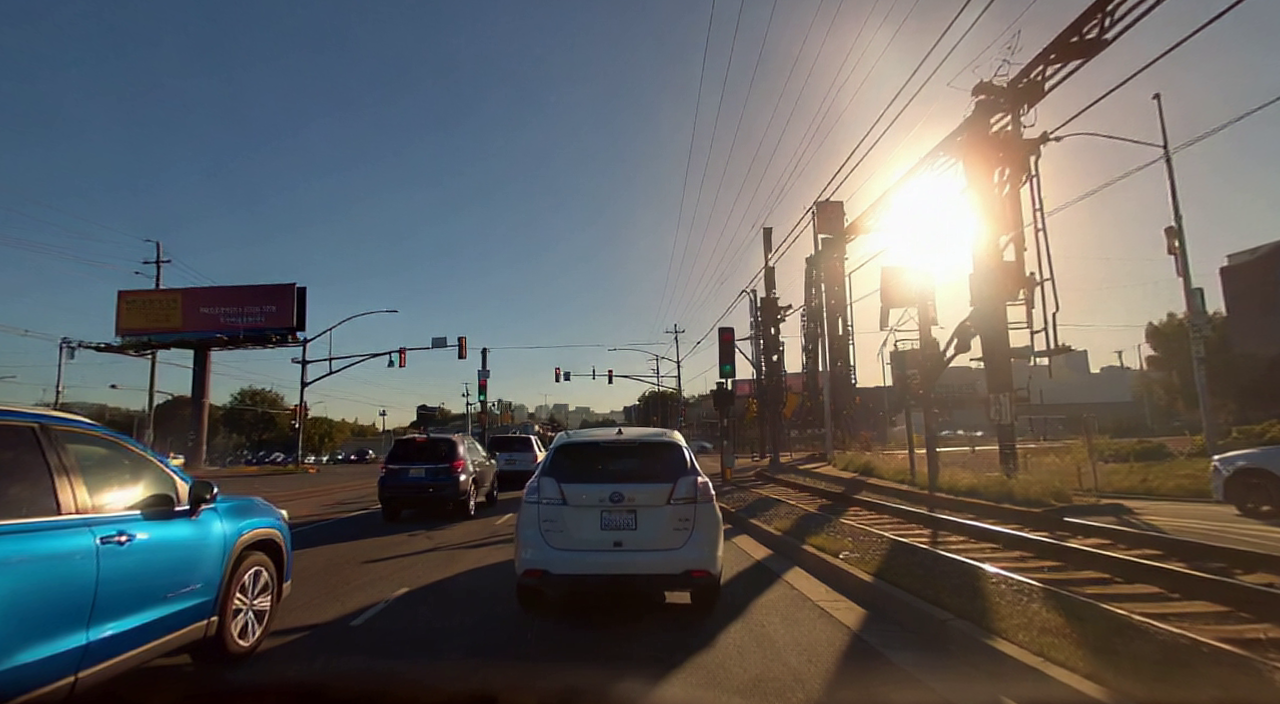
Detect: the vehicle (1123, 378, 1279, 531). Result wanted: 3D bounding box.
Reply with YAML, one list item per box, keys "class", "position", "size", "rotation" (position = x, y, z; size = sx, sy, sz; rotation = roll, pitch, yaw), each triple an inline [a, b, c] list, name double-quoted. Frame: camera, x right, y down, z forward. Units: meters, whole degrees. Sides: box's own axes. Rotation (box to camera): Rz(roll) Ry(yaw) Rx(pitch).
- class: "vehicle"
  position: [9.591, 1.310, 8.190]
  size: [5.060, 1.702, 2.033]
  rotation: [1, -9, -4]

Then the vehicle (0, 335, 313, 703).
- class: "vehicle"
  position: [-3.929, 0.859, 2.977]
  size: [2.052, 1.814, 5.184]
  rotation: [0, -9, -1]

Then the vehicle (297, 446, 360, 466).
- class: "vehicle"
  position: [-24.198, 8.063, 49.079]
  size: [4.357, 1.444, 1.842]
  rotation: [-3, -9, 19]

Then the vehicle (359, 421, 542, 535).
- class: "vehicle"
  position: [-3.144, 2.189, 11.548]
  size: [1.988, 1.678, 4.317]
  rotation: [0, -9, 0]

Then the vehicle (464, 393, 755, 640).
- class: "vehicle"
  position: [-0.219, 1.427, 6.333]
  size: [2.025, 1.723, 3.644]
  rotation: [0, -9, 0]
